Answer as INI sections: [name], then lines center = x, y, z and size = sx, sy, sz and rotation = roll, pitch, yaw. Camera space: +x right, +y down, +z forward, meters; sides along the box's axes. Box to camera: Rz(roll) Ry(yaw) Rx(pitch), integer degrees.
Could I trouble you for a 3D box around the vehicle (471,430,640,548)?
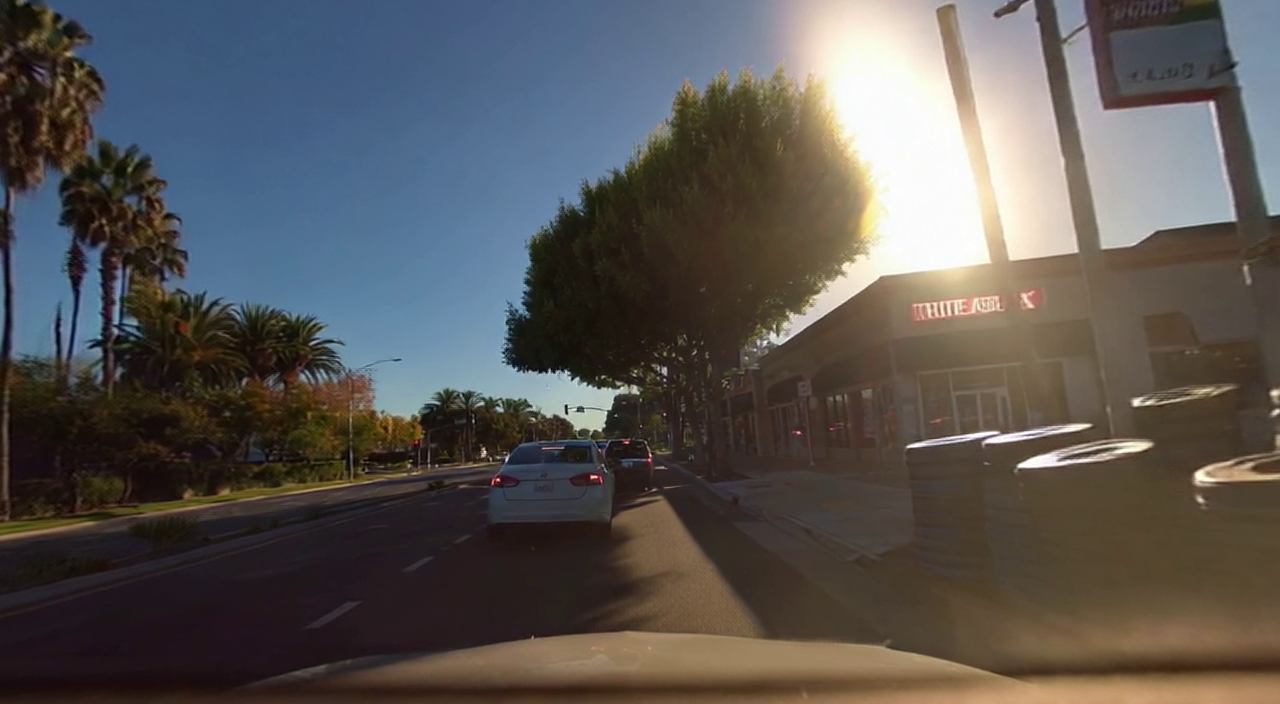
[vehicle]
center = -1.111, 2.067, 10.224
size = 2.169, 1.495, 4.048
rotation = 0, -8, -1
